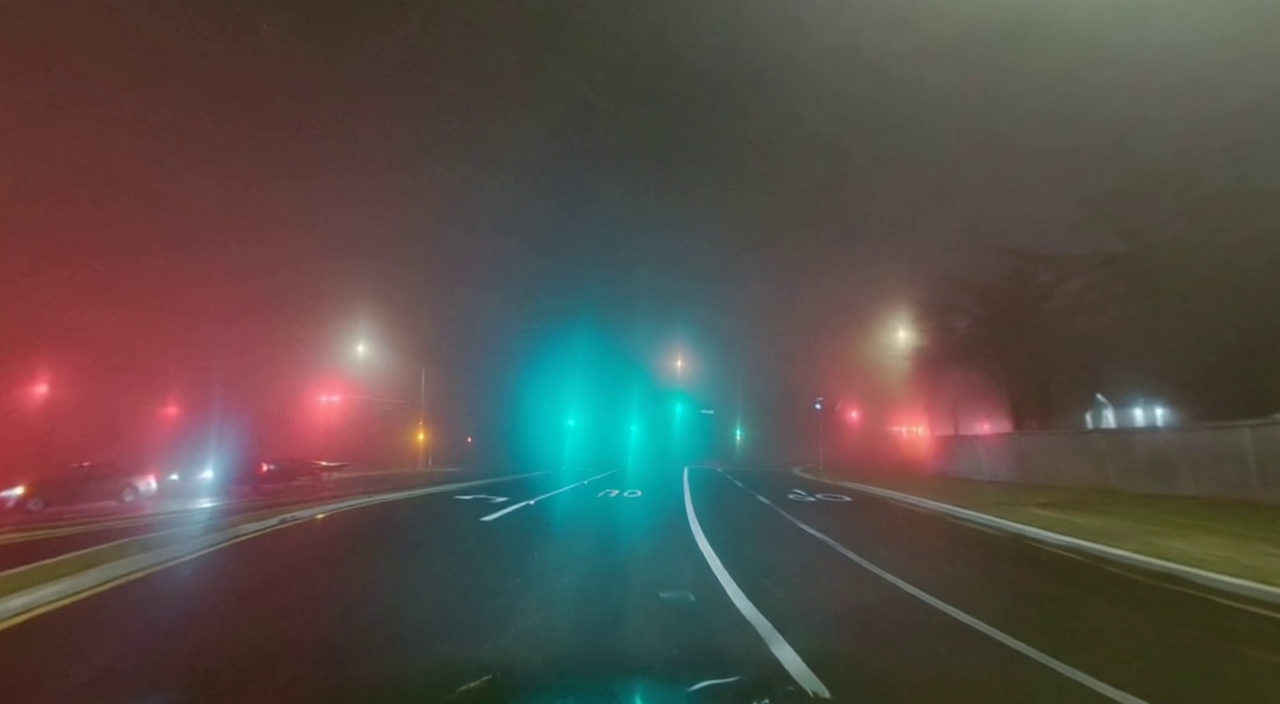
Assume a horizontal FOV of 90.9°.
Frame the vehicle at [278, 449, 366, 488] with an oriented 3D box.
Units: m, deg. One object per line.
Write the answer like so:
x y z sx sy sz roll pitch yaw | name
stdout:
-17.473 6.383 34.965 2.050 1.697 4.838 -5 -7 6 | vehicle

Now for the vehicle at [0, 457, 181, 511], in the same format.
-18.909 4.476 21.892 1.883 1.506 4.863 -1 -8 6 | vehicle

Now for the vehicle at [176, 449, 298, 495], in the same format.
-18.320 5.427 28.991 2.148 1.856 4.632 -1 -9 6 | vehicle
